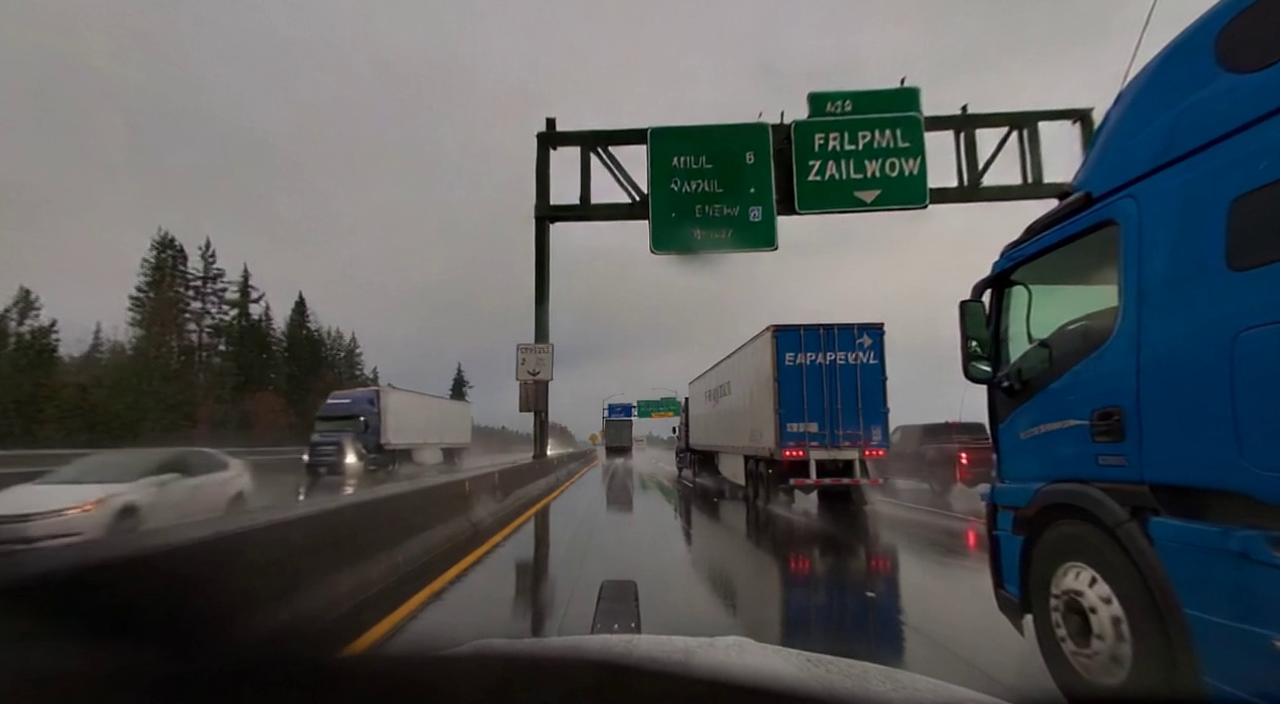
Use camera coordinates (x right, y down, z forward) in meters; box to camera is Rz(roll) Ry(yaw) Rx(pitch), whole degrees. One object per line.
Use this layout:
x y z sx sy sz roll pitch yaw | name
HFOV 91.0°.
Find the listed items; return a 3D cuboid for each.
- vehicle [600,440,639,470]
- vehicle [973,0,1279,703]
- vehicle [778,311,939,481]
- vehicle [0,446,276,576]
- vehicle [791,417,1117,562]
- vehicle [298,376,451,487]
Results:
-1.076 5.447 33.474 1.943 1.491 3.459 0 -8 -1 | vehicle
4.023 -0.226 1.479 2.951 3.857 5.902 0 -8 -2 | vehicle
4.148 0.898 12.367 2.244 3.047 2.035 0 -8 -2 | vehicle
-8.455 2.417 10.523 2.045 1.603 4.731 0 -8 -2 | vehicle
4.434 1.745 8.808 4.253 1.543 2.045 4 -9 -31 | vehicle
-13.064 4.206 32.792 2.972 4.669 12.286 0 -8 -2 | vehicle
